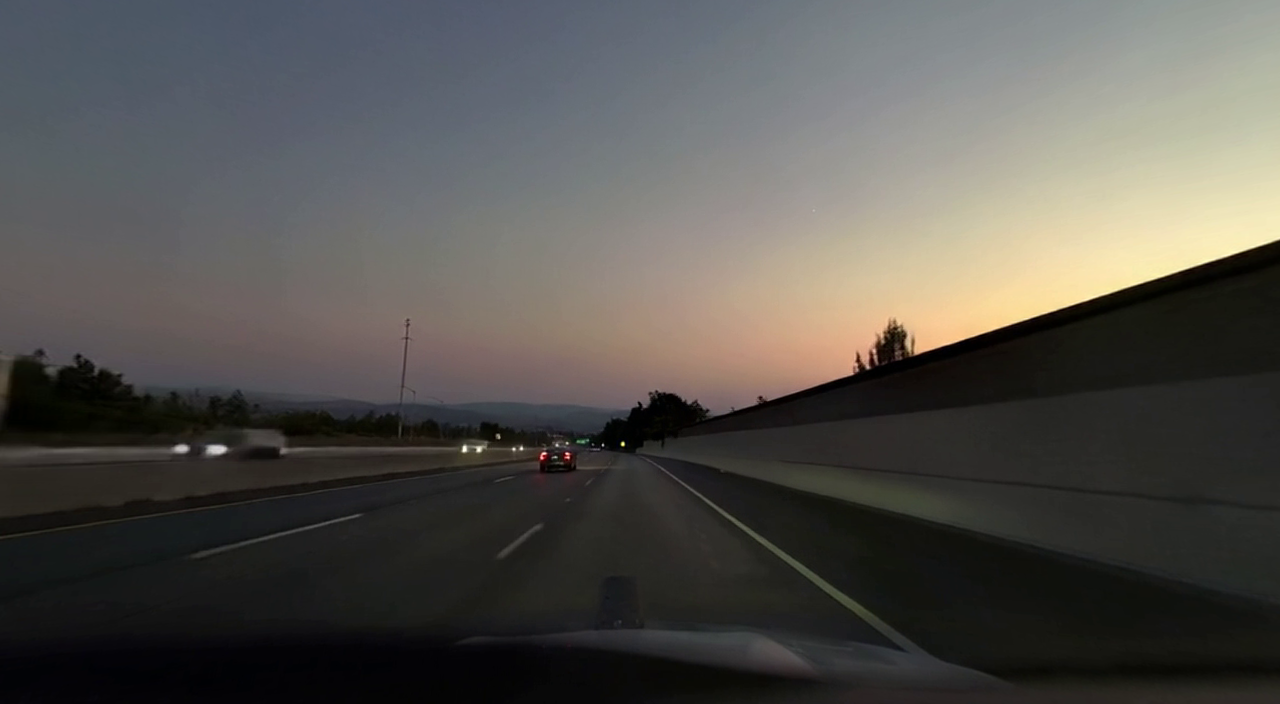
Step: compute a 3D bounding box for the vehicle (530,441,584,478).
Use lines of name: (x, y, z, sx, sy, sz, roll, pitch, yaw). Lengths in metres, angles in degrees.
vehicle: (-4.098, 5.348, 31.644, 2.133, 1.683, 4.340, 1, -9, 0)

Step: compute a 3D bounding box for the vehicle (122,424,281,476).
vehicle: (-17.320, 3.951, 25.404, 2.247, 1.825, 5.721, 1, -9, 0)
